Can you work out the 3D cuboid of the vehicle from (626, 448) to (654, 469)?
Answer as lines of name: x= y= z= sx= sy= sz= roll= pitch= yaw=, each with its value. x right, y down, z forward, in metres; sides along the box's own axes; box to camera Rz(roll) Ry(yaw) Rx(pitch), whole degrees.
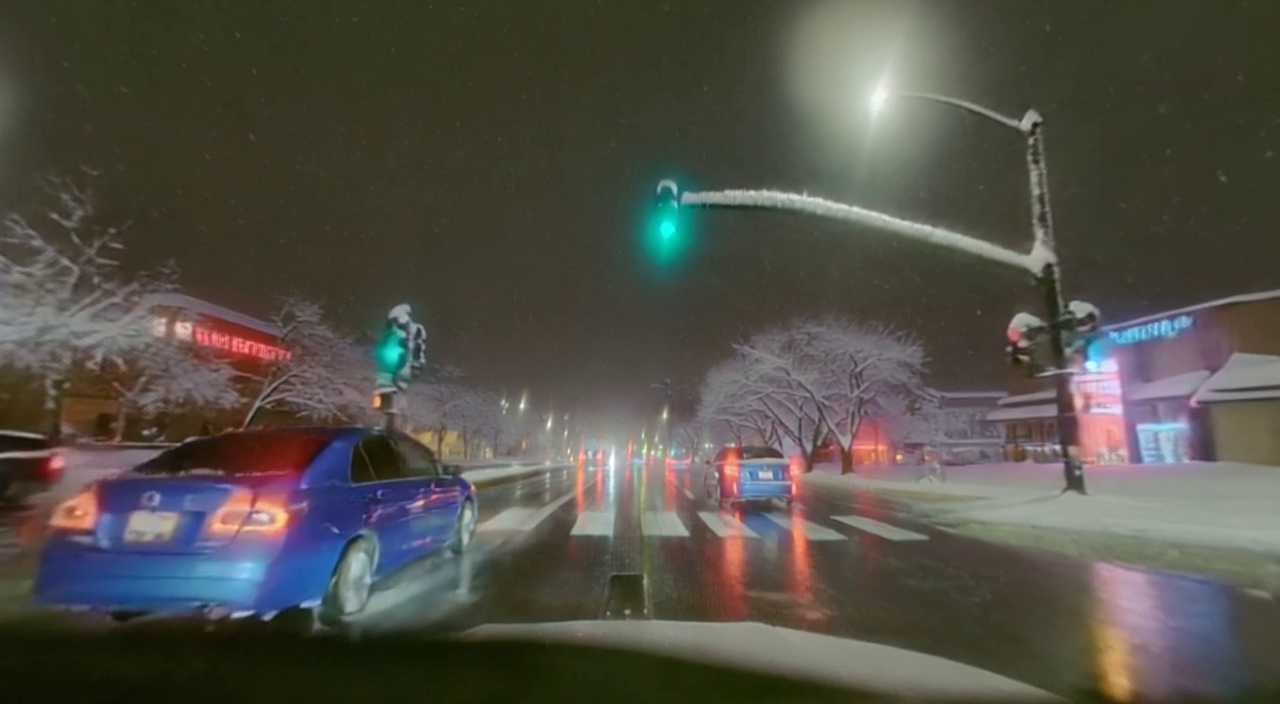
vehicle: x=-0.058 y=8.045 z=47.643 sx=2.070 sy=1.460 sz=4.118 roll=0 pitch=-8 yaw=-1

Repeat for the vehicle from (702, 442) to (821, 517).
vehicle: x=2.709 y=2.940 z=15.097 sx=1.946 sy=1.513 sz=4.133 roll=0 pitch=-8 yaw=-1

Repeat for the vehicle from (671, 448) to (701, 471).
vehicle: x=3.331 y=7.871 z=46.299 sx=1.931 sy=1.552 sz=4.125 roll=0 pitch=-8 yaw=0

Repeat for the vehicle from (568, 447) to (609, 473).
vehicle: x=-3.099 y=6.616 z=38.887 sx=2.040 sy=1.471 sz=4.211 roll=0 pitch=-8 yaw=2

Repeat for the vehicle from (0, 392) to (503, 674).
vehicle: x=-2.986 y=1.427 z=6.282 sx=2.032 sy=1.639 sz=5.037 roll=0 pitch=-8 yaw=1
